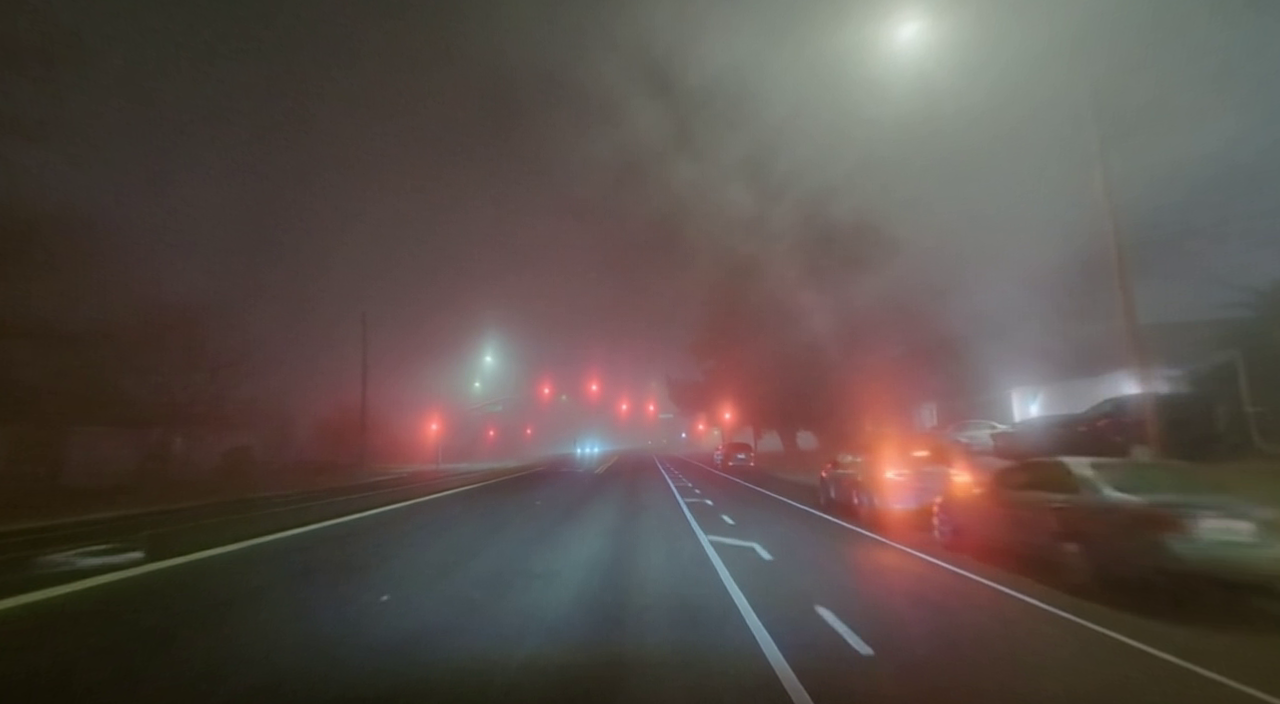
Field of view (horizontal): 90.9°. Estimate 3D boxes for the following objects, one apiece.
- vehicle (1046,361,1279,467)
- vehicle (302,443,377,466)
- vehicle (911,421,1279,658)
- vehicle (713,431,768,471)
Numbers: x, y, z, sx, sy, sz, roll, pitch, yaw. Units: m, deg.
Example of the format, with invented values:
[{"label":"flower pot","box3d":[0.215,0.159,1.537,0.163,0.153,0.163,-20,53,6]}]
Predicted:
[{"label":"vehicle","box3d":[13.392,1.641,16.174,4.284,1.725,1.981,-12,-9,-1]},{"label":"vehicle","box3d":[-21.874,7.470,45.994,4.334,1.668,2.069,0,-8,1]},{"label":"vehicle","box3d":[4.596,1.484,6.176,1.881,1.435,4.525,0,-8,0]},{"label":"vehicle","box3d":[5.031,5.029,32.182,2.170,1.869,4.594,0,-8,2]}]
